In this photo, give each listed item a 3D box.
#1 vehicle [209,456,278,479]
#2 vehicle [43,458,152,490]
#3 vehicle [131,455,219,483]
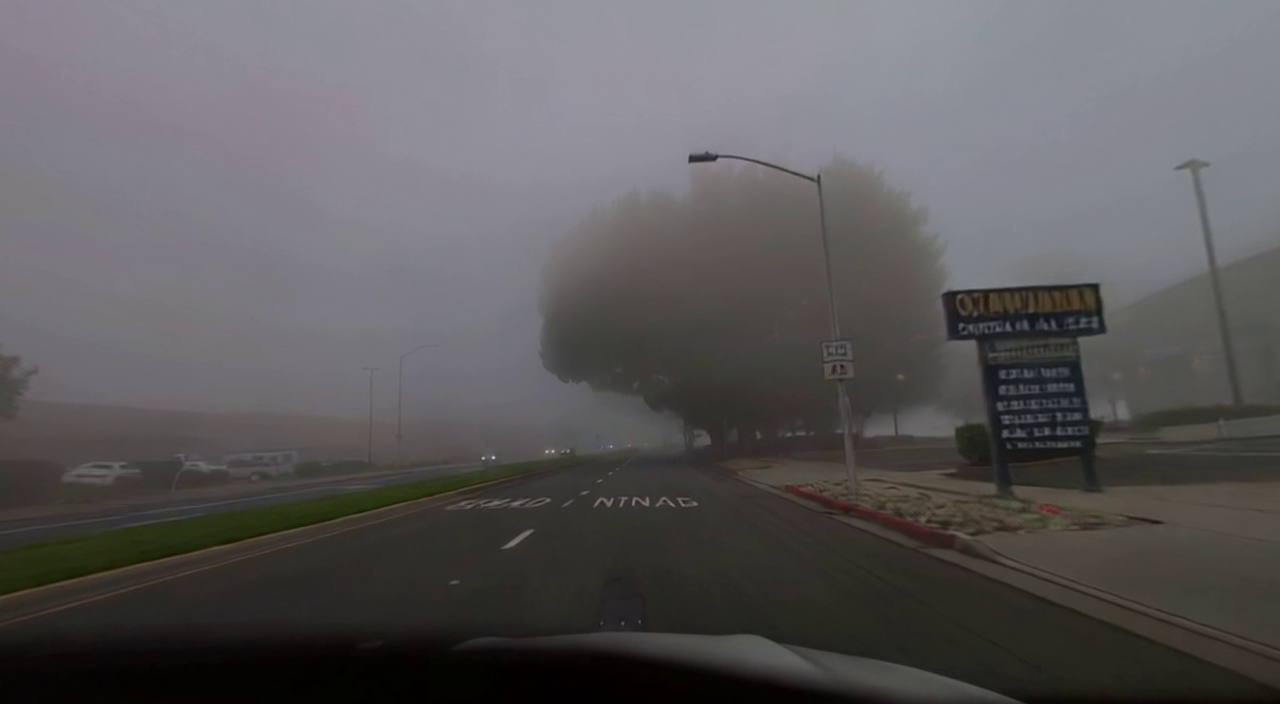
[{"bbox_3d":[-27.384,7.944,43.370,3.592,1.501,1.697,0,-9,2],"label":"vehicle"},{"bbox_3d":[-27.566,6.205,31.988,3.797,1.527,1.830,0,-9,0],"label":"vehicle"},{"bbox_3d":[-28.064,7.046,37.977,3.664,1.564,2.023,0,-9,1],"label":"vehicle"}]
